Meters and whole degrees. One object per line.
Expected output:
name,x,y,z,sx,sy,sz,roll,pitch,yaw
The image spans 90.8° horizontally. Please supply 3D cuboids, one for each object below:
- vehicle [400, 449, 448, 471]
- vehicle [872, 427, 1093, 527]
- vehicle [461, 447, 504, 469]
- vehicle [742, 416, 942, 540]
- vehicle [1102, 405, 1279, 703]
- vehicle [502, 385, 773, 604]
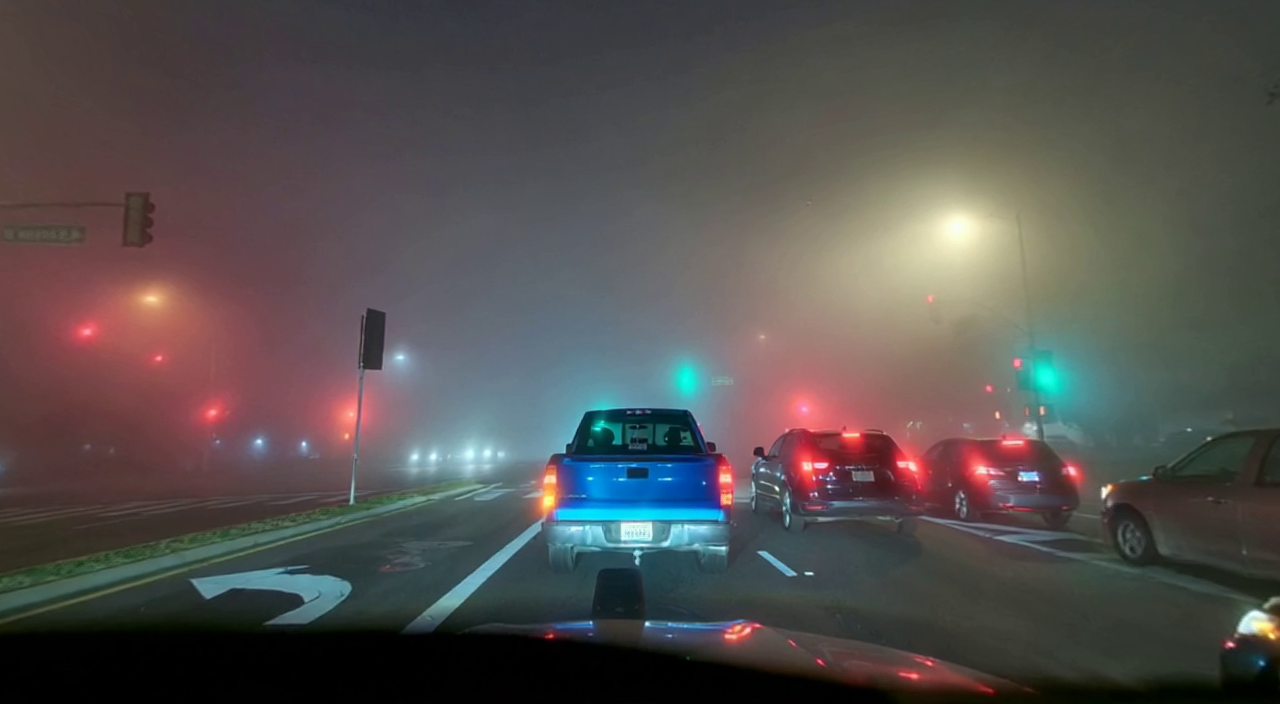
vehicle,-15.828,7.904,46.557,1.915,1.491,4.347,0,-8,1
vehicle,6.545,2.410,12.802,2.002,1.651,4.305,0,-8,-1
vehicle,-11.741,7.917,47.388,1.989,1.459,4.667,0,-8,1
vehicle,3.231,2.119,11.250,2.013,1.742,4.424,0,-8,-1
vehicle,3.253,0.708,0.764,2.057,1.463,4.365,0,-8,0
vehicle,-0.118,1.570,7.870,2.344,1.883,4.572,0,-8,-3
